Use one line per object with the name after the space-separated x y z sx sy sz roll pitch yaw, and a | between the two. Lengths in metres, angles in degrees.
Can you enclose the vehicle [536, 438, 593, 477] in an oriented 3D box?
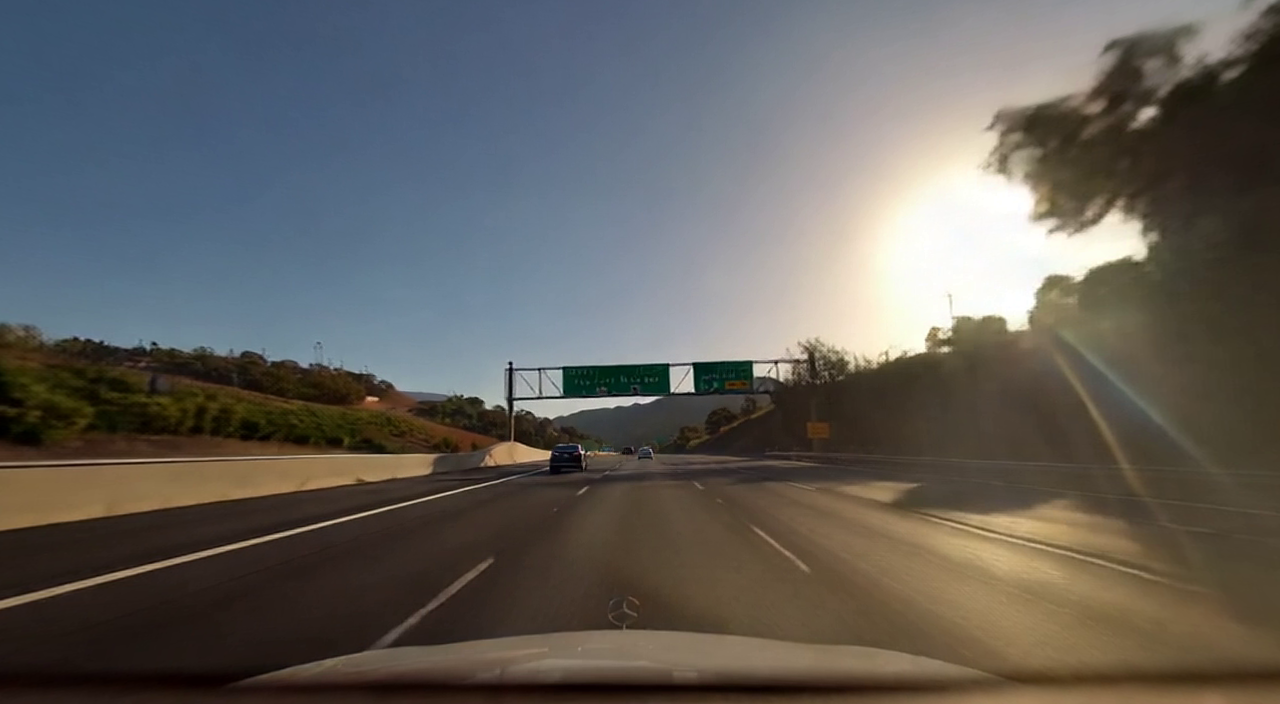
-3.485 4.960 29.906 2.072 1.706 4.359 0 -8 1 | vehicle
